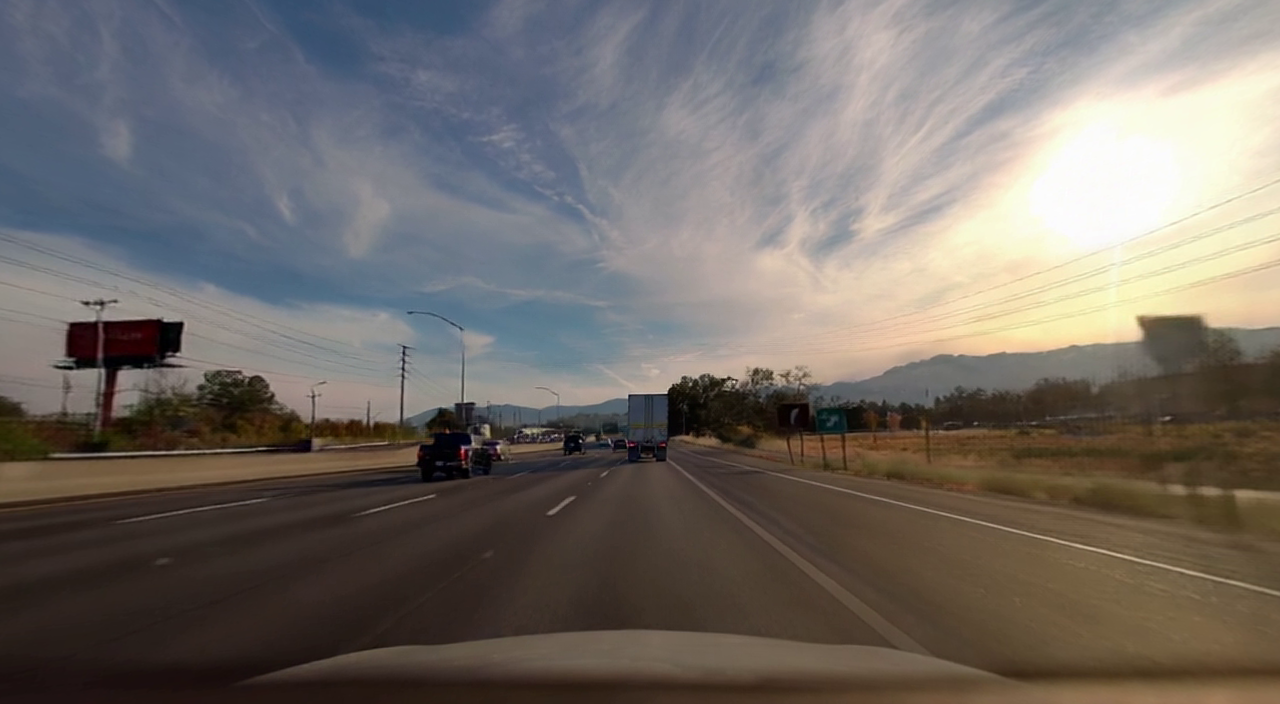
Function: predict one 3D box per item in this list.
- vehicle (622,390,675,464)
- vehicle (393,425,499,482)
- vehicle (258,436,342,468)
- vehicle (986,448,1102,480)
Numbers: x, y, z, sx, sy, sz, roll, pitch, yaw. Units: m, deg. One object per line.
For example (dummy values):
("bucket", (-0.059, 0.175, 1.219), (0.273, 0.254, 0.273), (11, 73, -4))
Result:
("vehicle", (0.691, 4.939, 40.413), (2.879, 4.027, 11.243), (-1, -8, 2))
("vehicle", (-6.971, 3.723, 23.434), (2.197, 1.847, 5.364), (0, -8, 1))
("vehicle", (-17.286, 5.101, 32.340), (1.892, 1.530, 4.227), (0, -8, 1))
("vehicle", (20.548, 5.700, 32.353), (1.757, 1.437, 4.897), (6, -10, -20))
